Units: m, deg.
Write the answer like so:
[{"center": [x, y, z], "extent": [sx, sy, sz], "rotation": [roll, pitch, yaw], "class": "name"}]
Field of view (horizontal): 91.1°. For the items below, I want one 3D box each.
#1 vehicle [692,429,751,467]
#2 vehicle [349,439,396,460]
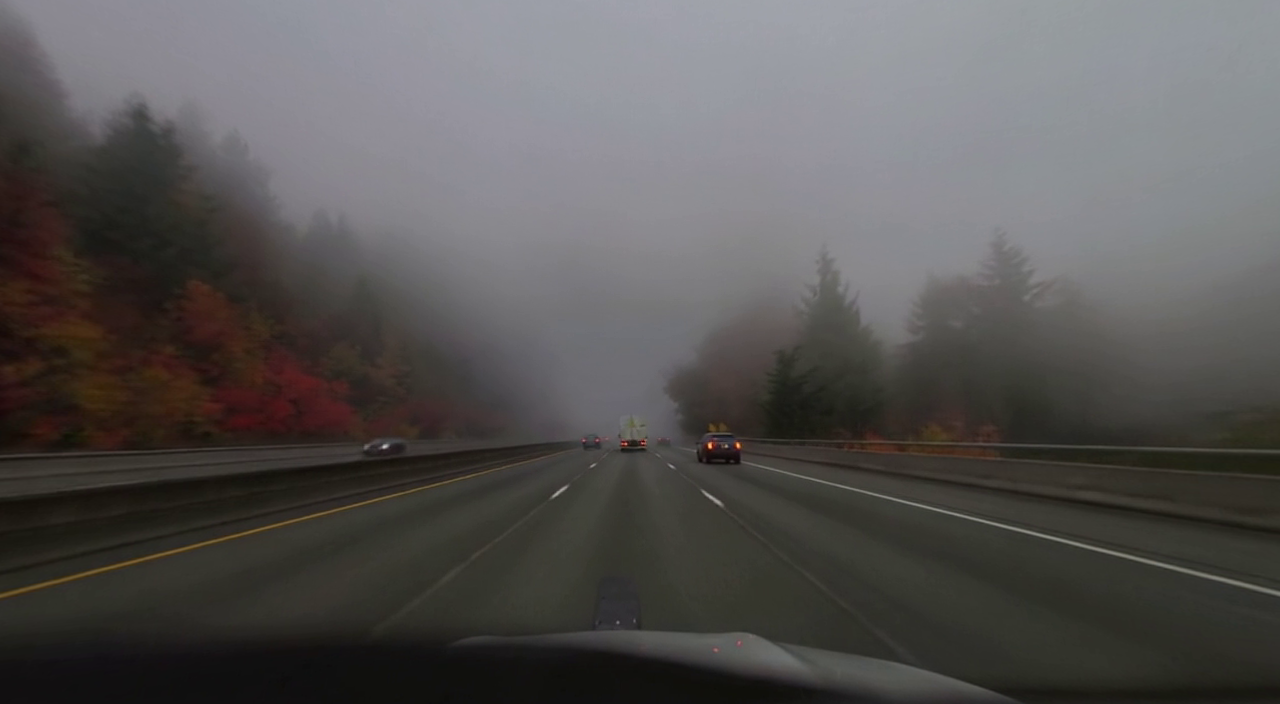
[{"center": [3.423, 4.124, 27.152], "extent": [1.882, 1.492, 3.958], "rotation": [0, -8, -2], "class": "vehicle"}, {"center": [-20.730, 7.572, 48.892], "extent": [1.834, 1.514, 4.187], "rotation": [0, -8, 0], "class": "vehicle"}]
